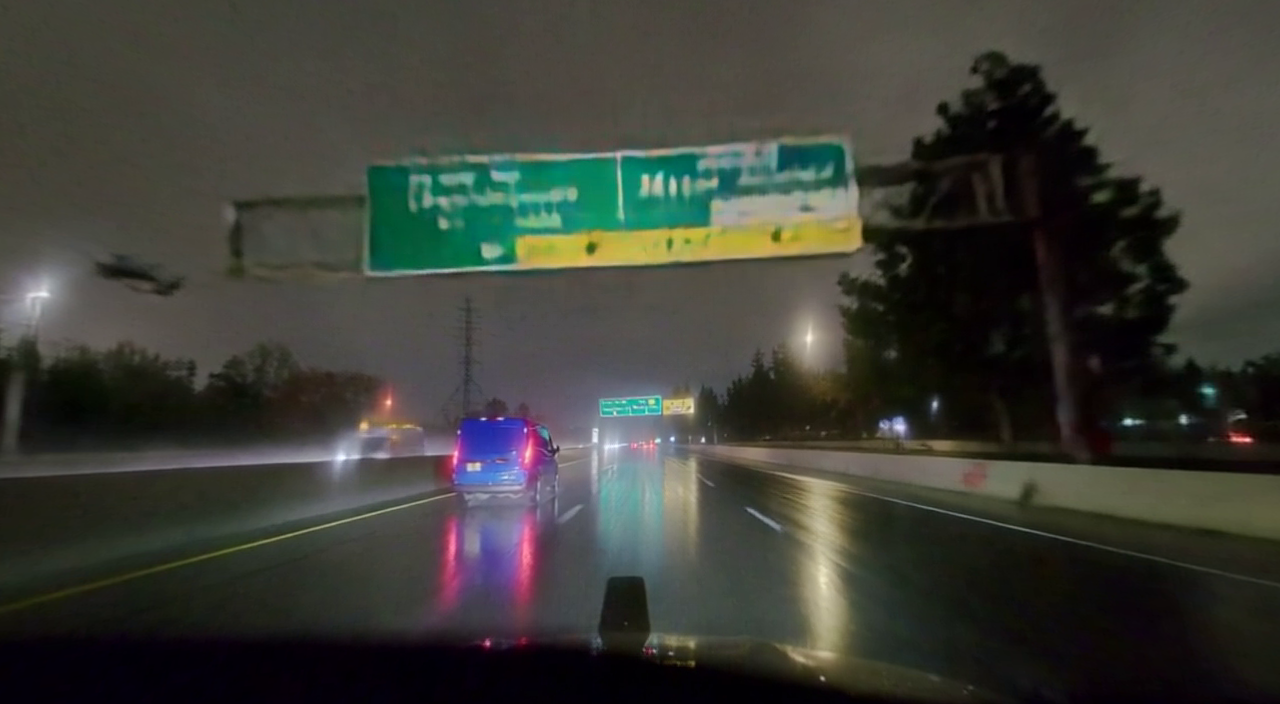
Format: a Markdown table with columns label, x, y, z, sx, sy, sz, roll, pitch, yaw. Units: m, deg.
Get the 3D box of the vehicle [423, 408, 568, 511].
| label | x | y | z | sx | sy | sz | roll | pitch | yaw |
| --- | --- | --- | --- | --- | --- | --- | --- | --- | --- |
| vehicle | -3.106 | 2.451 | 14.736 | 2.281 | 2.025 | 4.586 | 0 | -8 | 0 |
